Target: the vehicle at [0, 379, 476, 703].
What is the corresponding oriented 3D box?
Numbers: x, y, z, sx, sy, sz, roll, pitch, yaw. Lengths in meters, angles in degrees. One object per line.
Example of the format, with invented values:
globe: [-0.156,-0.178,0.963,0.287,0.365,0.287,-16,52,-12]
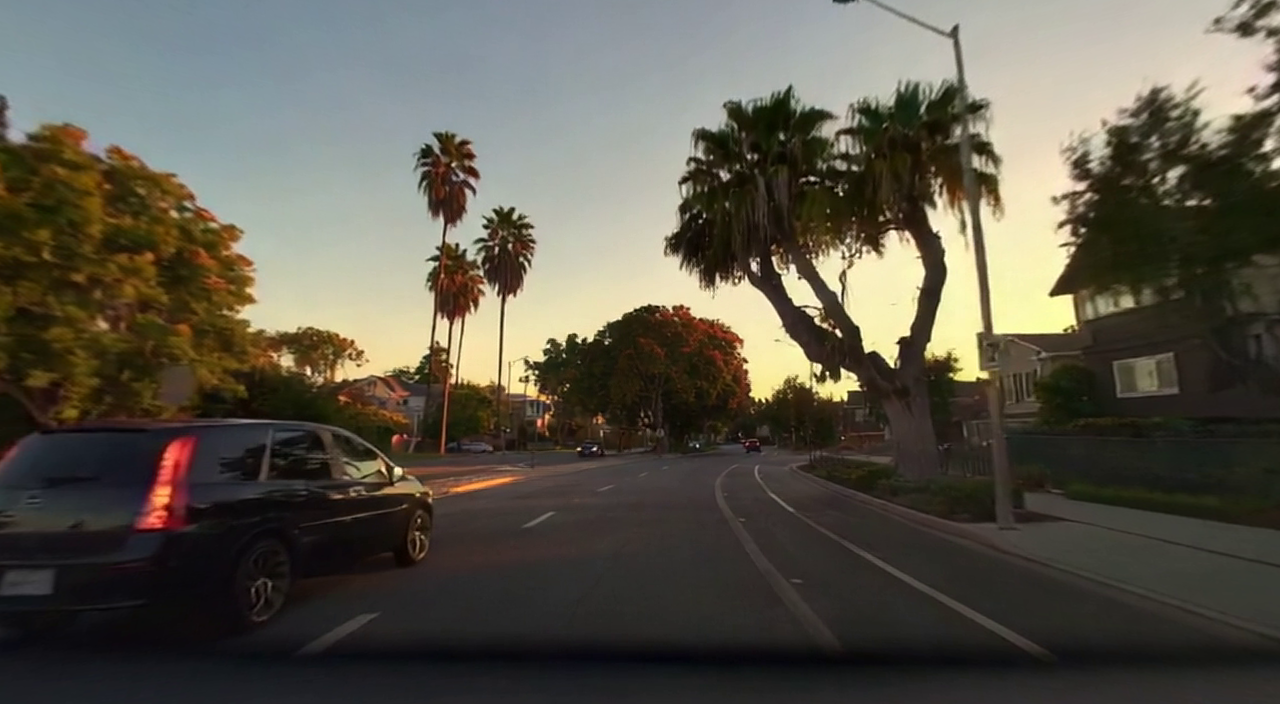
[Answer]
vehicle: [-3.220,1.230,5.409,2.075,1.498,4.730,0,-9,4]
